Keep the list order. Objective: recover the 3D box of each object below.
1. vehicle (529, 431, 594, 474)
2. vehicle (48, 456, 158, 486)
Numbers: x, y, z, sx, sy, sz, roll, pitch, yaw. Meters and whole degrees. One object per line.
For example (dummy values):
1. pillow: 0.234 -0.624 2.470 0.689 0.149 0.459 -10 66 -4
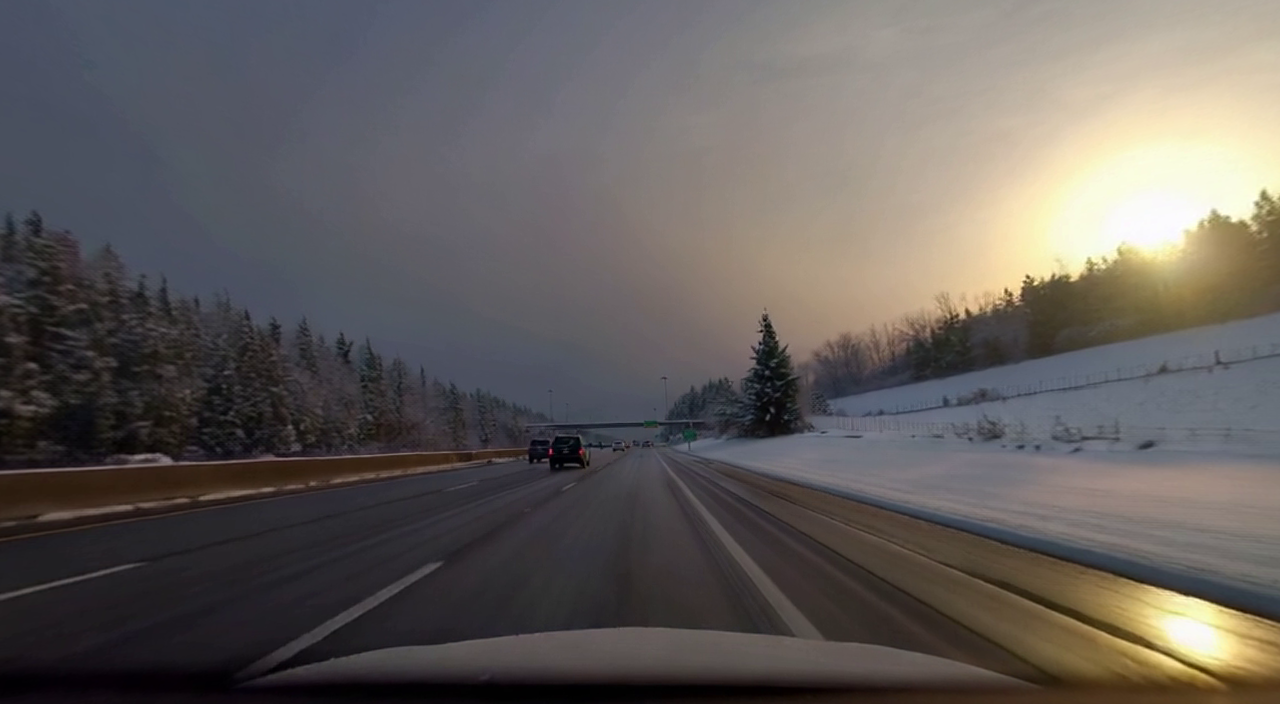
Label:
1. vehicle: -3.544 4.674 29.425 2.283 1.802 4.810 0 -8 1
2. vehicle: -29.408 6.521 34.767 1.956 1.444 4.659 0 -8 1
